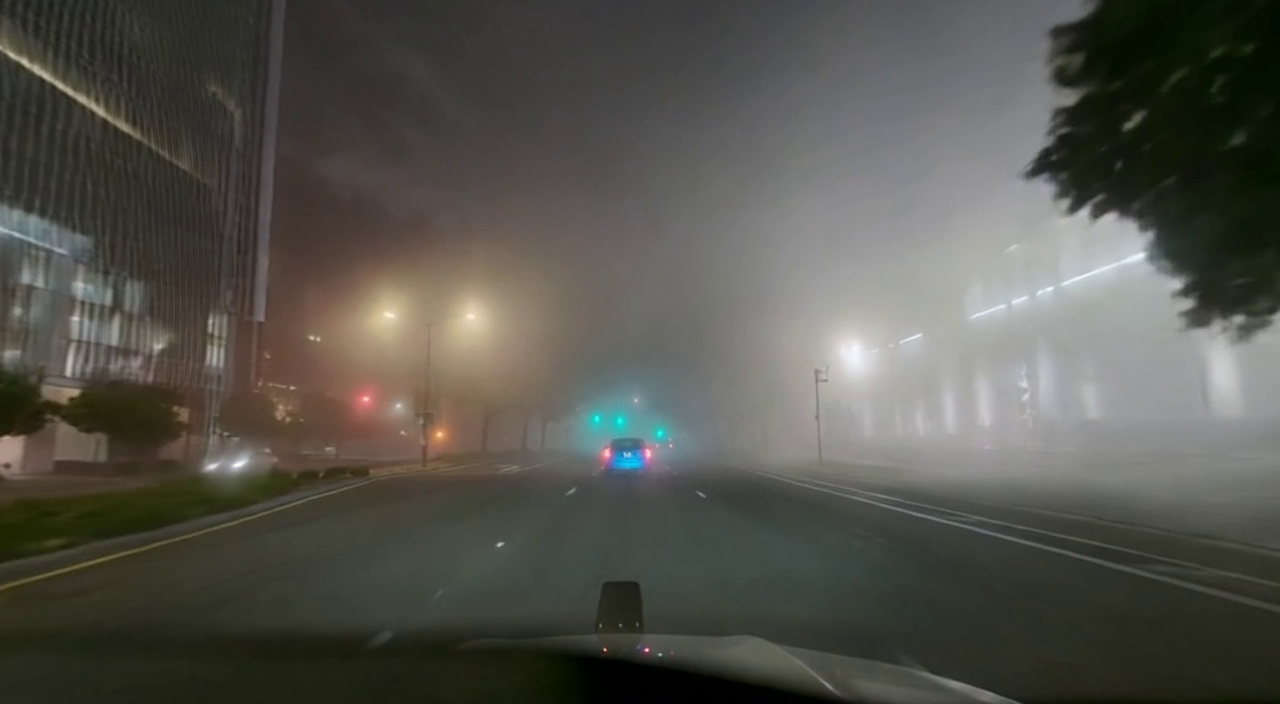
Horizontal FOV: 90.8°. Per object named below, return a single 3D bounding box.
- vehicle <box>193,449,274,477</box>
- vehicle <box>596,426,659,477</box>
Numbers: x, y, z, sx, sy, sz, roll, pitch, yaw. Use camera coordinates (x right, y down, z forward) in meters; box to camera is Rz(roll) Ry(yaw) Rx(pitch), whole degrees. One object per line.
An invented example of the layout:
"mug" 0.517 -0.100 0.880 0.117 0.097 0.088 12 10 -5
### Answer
"vehicle" -23.639 6.466 36.931 1.867 1.469 4.243 -1 -9 0
"vehicle" -0.478 3.992 25.485 2.313 1.860 4.319 0 -8 -1
